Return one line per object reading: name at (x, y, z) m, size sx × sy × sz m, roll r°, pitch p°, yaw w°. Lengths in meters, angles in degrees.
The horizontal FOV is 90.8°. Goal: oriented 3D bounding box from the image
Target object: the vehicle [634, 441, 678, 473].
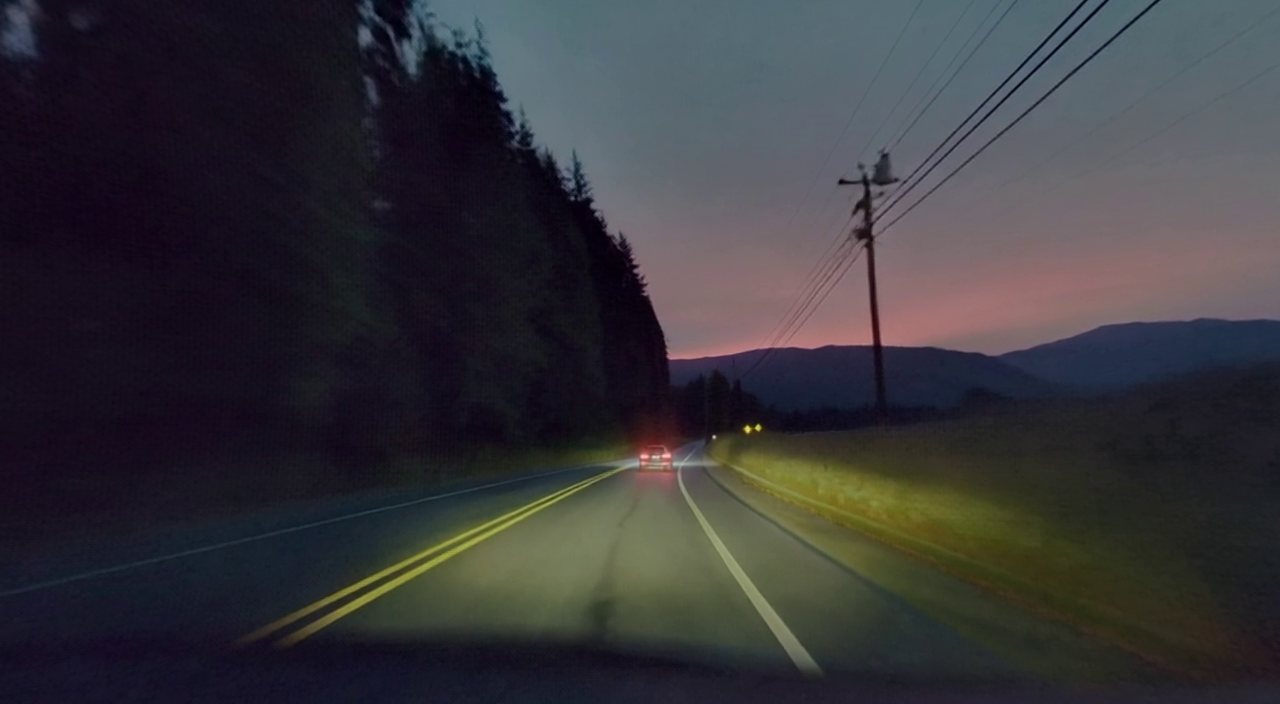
vehicle at (0.869, 5.252, 31.769) m, size 2.059 × 1.524 × 3.963 m, roll -1°, pitch -9°, yaw 4°
